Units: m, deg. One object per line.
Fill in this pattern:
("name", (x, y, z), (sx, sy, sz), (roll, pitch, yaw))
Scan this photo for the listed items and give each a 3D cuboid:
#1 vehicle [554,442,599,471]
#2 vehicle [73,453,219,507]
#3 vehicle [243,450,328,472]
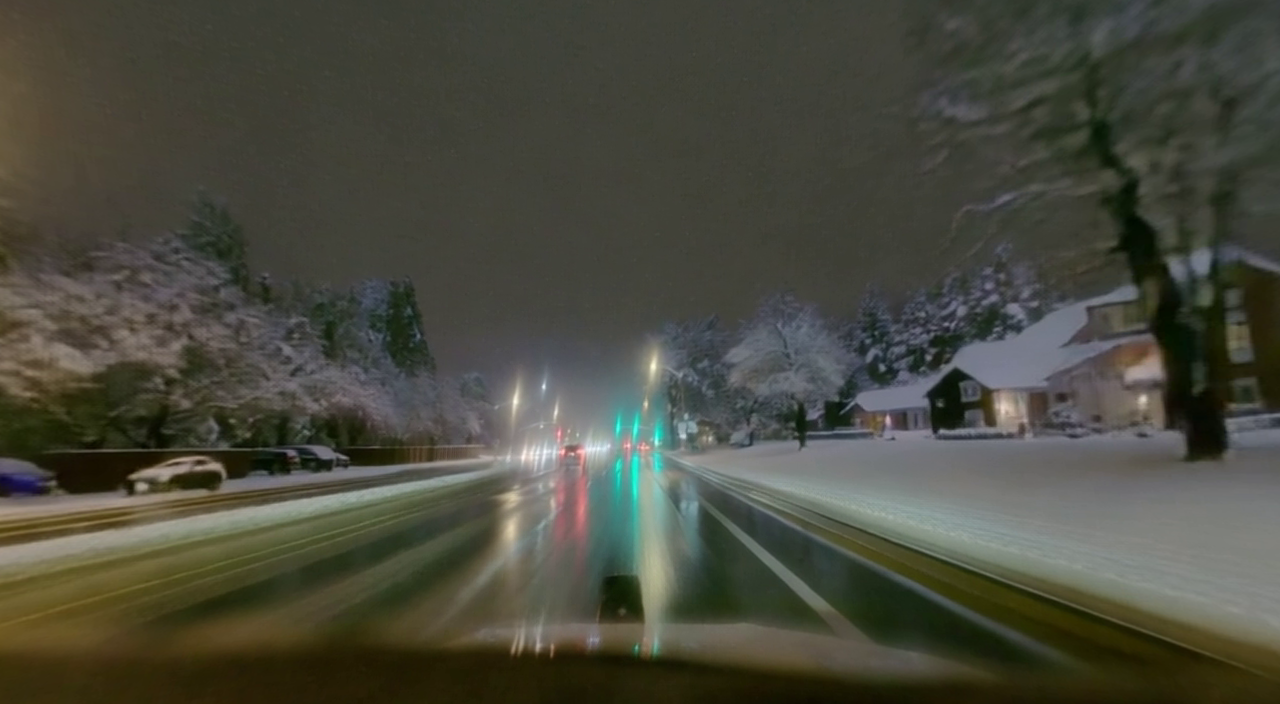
("vehicle", (-3.364, 5.638, 34.192), (1.992, 1.447, 4.044), (0, -8, 0))
("vehicle", (-17.623, 4.534, 22.878), (1.900, 1.474, 4.431), (-4, -7, -2))
("vehicle", (-24.991, 7.718, 44.672), (4.743, 1.482, 2.164), (-1, -8, 4))
